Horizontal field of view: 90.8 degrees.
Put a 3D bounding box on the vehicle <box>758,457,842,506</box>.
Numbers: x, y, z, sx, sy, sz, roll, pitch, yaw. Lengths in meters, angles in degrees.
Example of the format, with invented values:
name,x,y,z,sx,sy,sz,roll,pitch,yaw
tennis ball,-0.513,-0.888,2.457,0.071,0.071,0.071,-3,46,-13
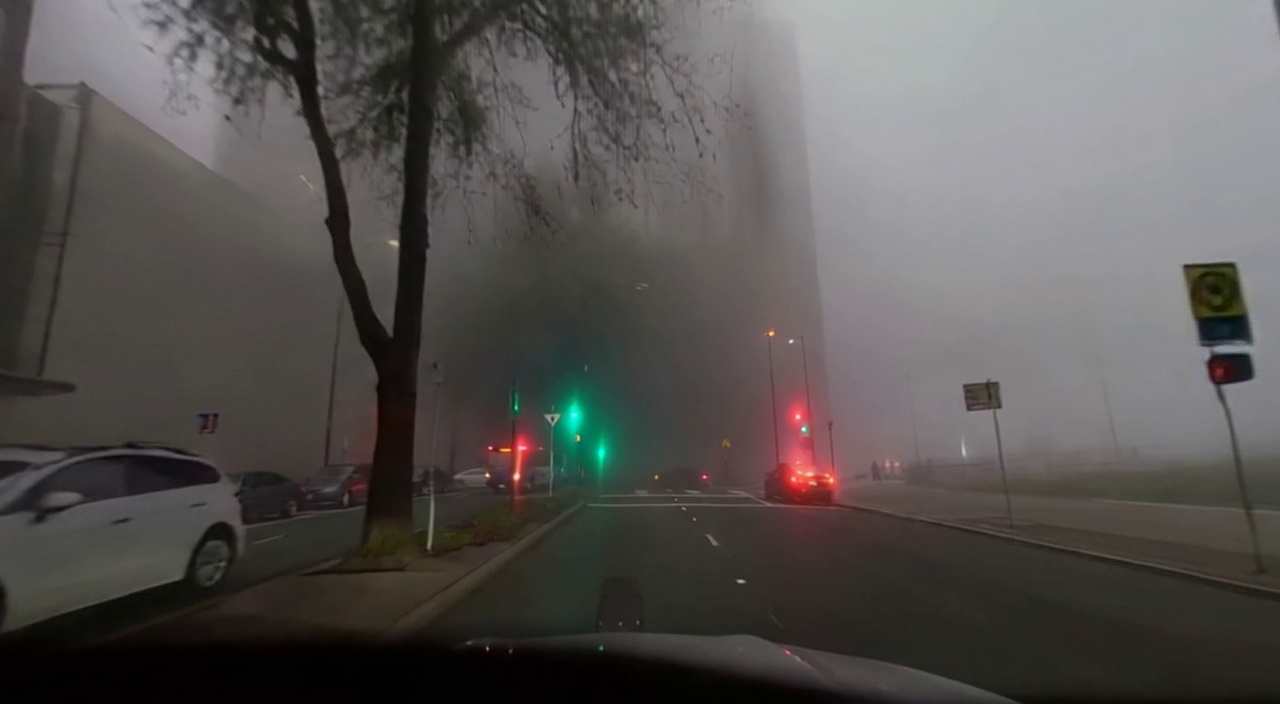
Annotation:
name,x,y,z,sx,sy,sz,roll,pitch,yaw
vehicle,5.810,4.753,23.588,1.888,1.536,4.381,0,-8,-2

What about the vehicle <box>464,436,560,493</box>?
name,x,y,z,sx,sy,sz,roll,pitch,yaw
vehicle,-7.195,6.404,36.506,2.591,2.910,6.652,-2,-9,16

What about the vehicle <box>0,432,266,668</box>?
name,x,y,z,sx,sy,sz,roll,pitch,yaw
vehicle,-5.125,1.409,4.905,1.914,1.530,3.980,0,-8,1

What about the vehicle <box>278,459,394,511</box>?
name,x,y,z,sx,sy,sz,roll,pitch,yaw
vehicle,-11.060,4.845,23.428,1.968,1.608,4.609,0,-8,1

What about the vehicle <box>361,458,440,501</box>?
name,x,y,z,sx,sy,sz,roll,pitch,yaw
vehicle,-10.982,5.853,29.309,1.908,1.721,4.285,0,-8,1

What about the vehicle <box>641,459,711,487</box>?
name,x,y,z,sx,sy,sz,roll,pitch,yaw
vehicle,2.603,8.828,46.053,4.742,1.906,1.933,2,-9,-9
